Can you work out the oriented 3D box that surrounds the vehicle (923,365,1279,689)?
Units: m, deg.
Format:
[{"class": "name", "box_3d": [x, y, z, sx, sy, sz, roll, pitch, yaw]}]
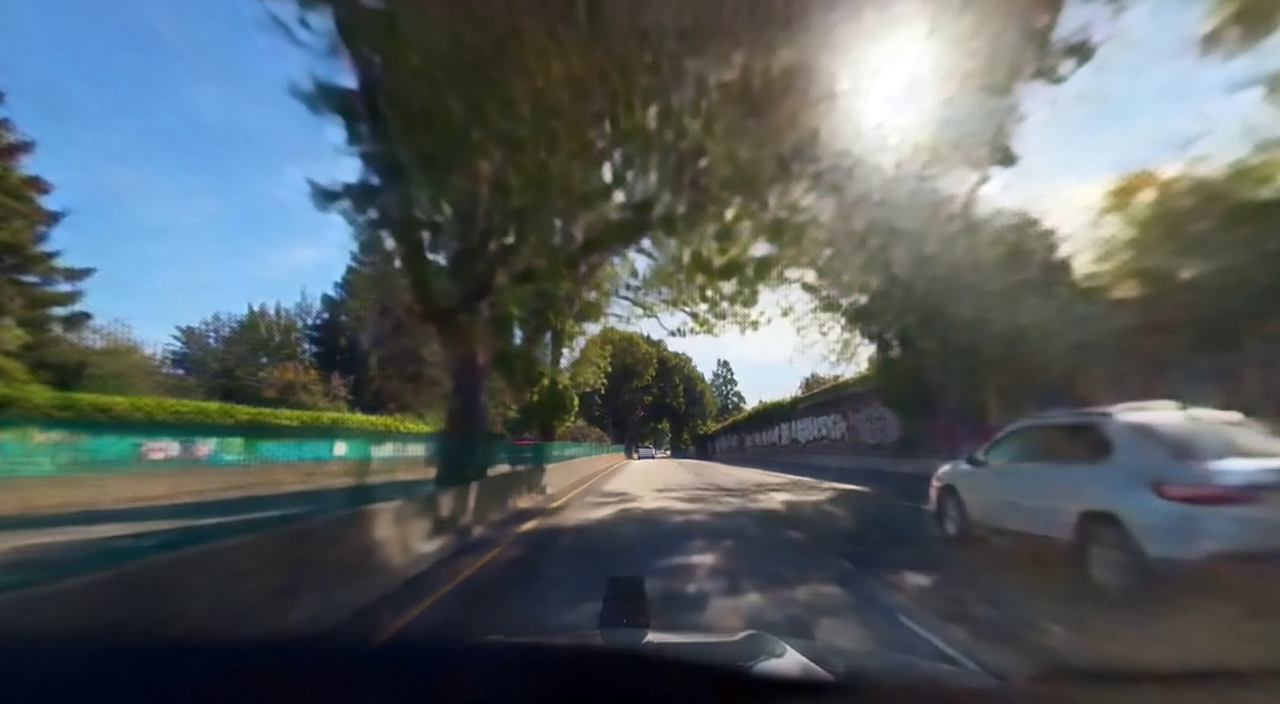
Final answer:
[{"class": "vehicle", "box_3d": [4.514, 1.221, 5.306, 2.161, 1.717, 4.440, 0, -8, 0]}]
